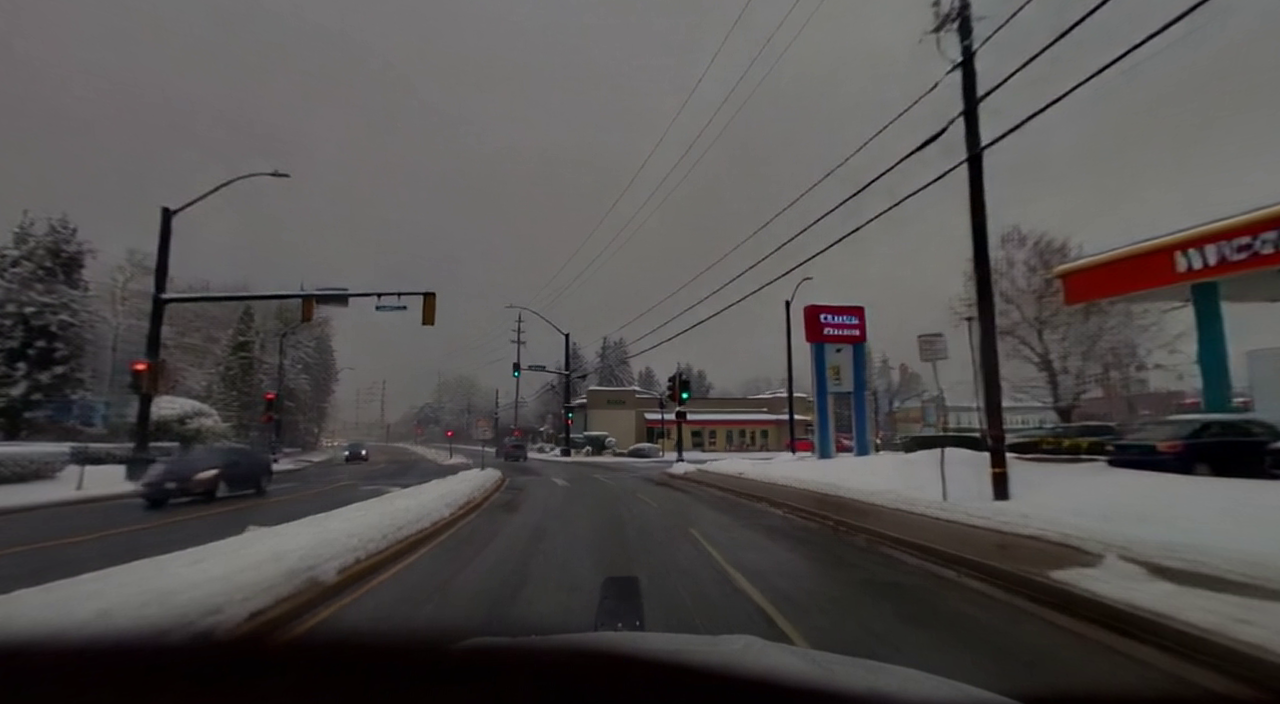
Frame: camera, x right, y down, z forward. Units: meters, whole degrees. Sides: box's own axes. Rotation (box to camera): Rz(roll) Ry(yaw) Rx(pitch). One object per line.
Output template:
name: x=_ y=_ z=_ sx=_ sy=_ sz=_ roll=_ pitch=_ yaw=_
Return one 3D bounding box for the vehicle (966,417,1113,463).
vehicle: x=14.991 y=3.345 z=23.913 sx=4.141 sy=1.648 sz=2.036 roll=0 pitch=-8 yaw=2

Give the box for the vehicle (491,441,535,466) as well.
vehicle: x=-8.227 y=6.505 z=40.738 sx=2.094 sy=1.500 sz=3.682 roll=3 pitch=-9 yaw=-21

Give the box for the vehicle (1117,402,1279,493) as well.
vehicle: x=13.687 y=2.098 z=13.884 sx=4.444 sy=1.815 sz=2.239 roll=-1 pitch=-9 yaw=3

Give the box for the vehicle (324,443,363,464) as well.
vehicle: x=-22.322 y=7.580 z=47.461 sx=2.207 sy=1.503 sz=4.561 roll=4 pitch=-9 yaw=-29

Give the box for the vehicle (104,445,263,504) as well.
vehicle: x=-12.924 y=3.426 z=18.293 sx=1.863 sy=1.439 sz=4.351 roll=1 pitch=-8 yaw=-9
